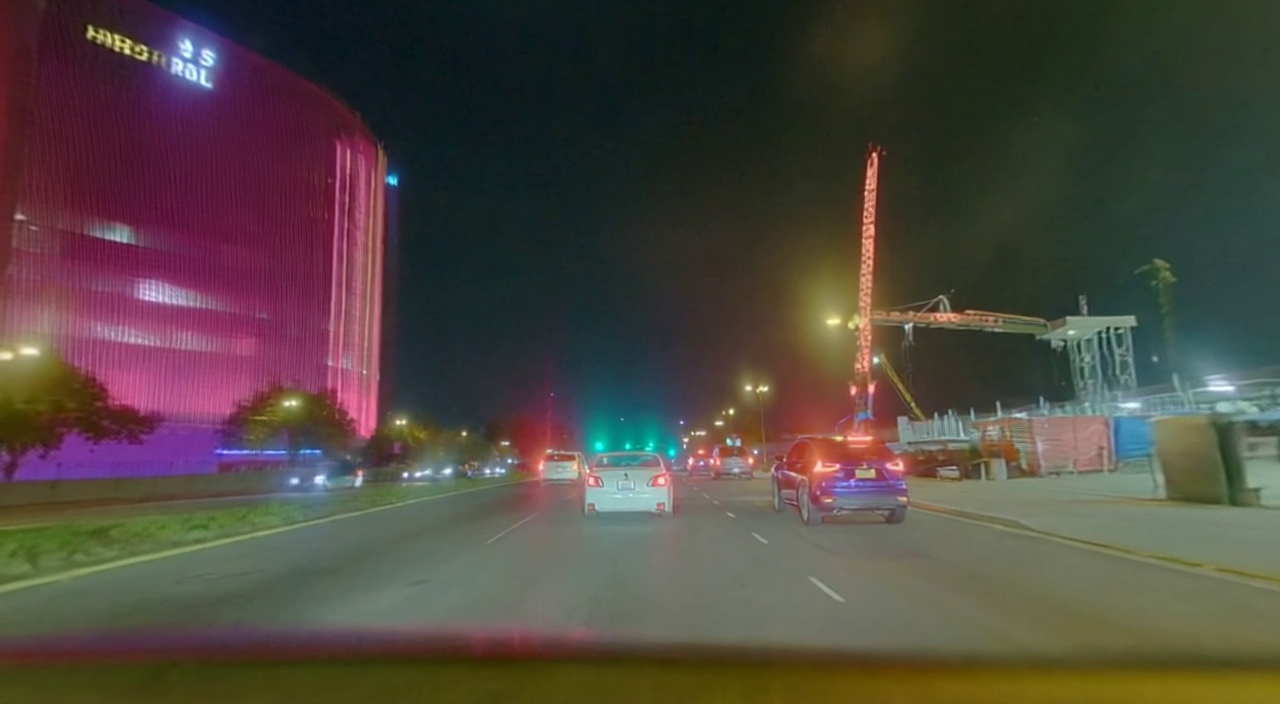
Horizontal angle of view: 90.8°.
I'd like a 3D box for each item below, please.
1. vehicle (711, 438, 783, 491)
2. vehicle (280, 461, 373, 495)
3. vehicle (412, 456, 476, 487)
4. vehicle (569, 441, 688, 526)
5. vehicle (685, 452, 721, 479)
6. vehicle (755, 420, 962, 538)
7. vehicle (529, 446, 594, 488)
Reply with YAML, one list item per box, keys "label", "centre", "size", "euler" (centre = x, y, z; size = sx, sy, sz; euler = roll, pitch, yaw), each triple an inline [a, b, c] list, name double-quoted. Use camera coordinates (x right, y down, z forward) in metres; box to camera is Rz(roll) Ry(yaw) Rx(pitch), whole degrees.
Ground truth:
- label: "vehicle"
  centre: [4.166, 4.452, 25.485]
  size: [2.124, 1.896, 4.914]
  euler: [0, -8, 1]
- label: "vehicle"
  centre: [-15.707, 6.323, 31.999]
  size: [2.078, 1.496, 4.769]
  euler: [-1, -8, 3]
- label: "vehicle"
  centre: [-11.919, 7.268, 38.707]
  size: [2.202, 1.714, 4.509]
  euler: [-1, -8, 4]
- label: "vehicle"
  centre: [-0.161, 2.674, 13.438]
  size: [2.131, 1.496, 4.193]
  euler: [0, -8, 1]
- label: "vehicle"
  centre: [4.196, 7.646, 42.661]
  size: [2.115, 1.636, 4.104]
  euler: [0, -8, 2]
- label: "vehicle"
  centre: [3.827, 2.319, 12.250]
  size: [2.185, 1.797, 4.934]
  euler: [0, -8, -1]
- label: "vehicle"
  centre: [-3.434, 5.144, 28.617]
  size: [2.201, 1.691, 4.305]
  euler: [-1, -8, 3]
